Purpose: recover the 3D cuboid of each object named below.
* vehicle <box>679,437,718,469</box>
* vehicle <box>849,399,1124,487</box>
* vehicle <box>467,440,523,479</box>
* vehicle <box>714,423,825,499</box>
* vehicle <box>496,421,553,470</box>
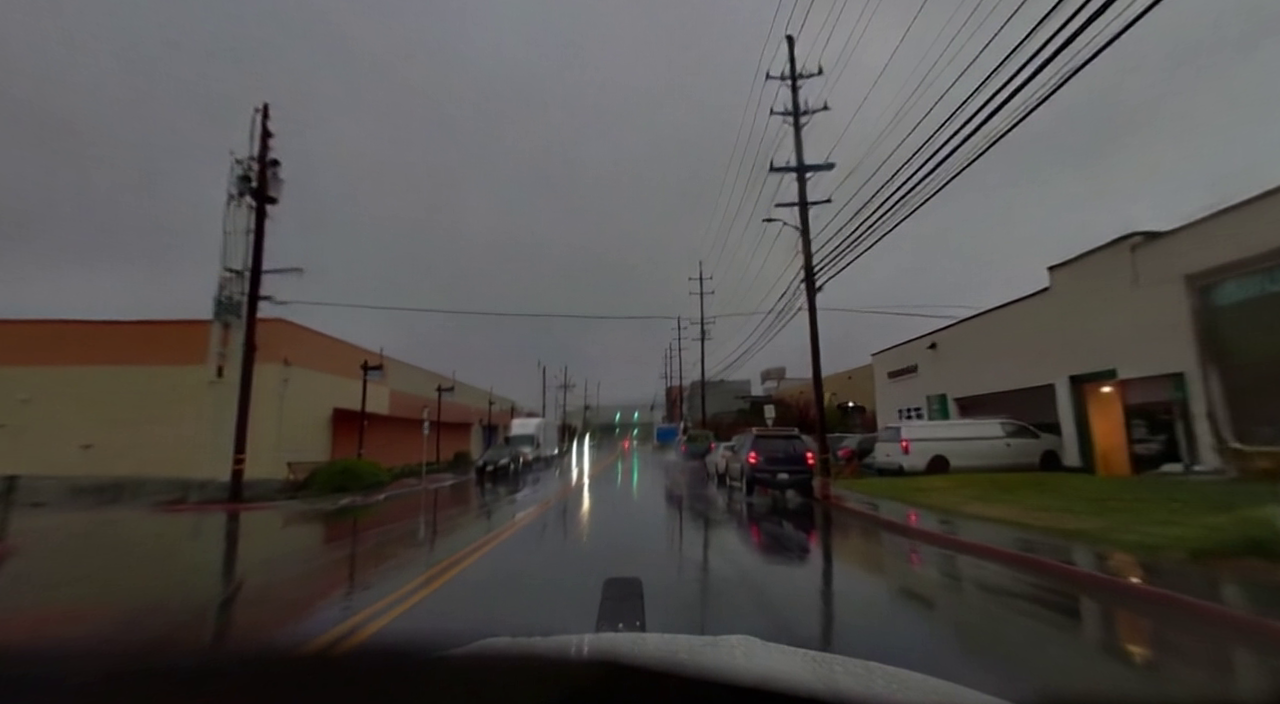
[{"bbox_3d":[3.670,6.427,40.442,2.026,1.857,4.699,1,-9,-1],"label":"vehicle"},{"bbox_3d":[10.949,2.948,20.545,7.236,2.219,2.674,-3,-8,0],"label":"vehicle"},{"bbox_3d":[-7.857,5.877,34.687,2.123,1.802,4.486,-4,-9,-2],"label":"vehicle"},{"bbox_3d":[3.732,3.297,19.596,2.333,1.967,6.008,0,-9,2],"label":"vehicle"},{"bbox_3d":[-8.153,6.716,45.464,2.832,3.101,7.143,-1,-8,-1],"label":"vehicle"}]
